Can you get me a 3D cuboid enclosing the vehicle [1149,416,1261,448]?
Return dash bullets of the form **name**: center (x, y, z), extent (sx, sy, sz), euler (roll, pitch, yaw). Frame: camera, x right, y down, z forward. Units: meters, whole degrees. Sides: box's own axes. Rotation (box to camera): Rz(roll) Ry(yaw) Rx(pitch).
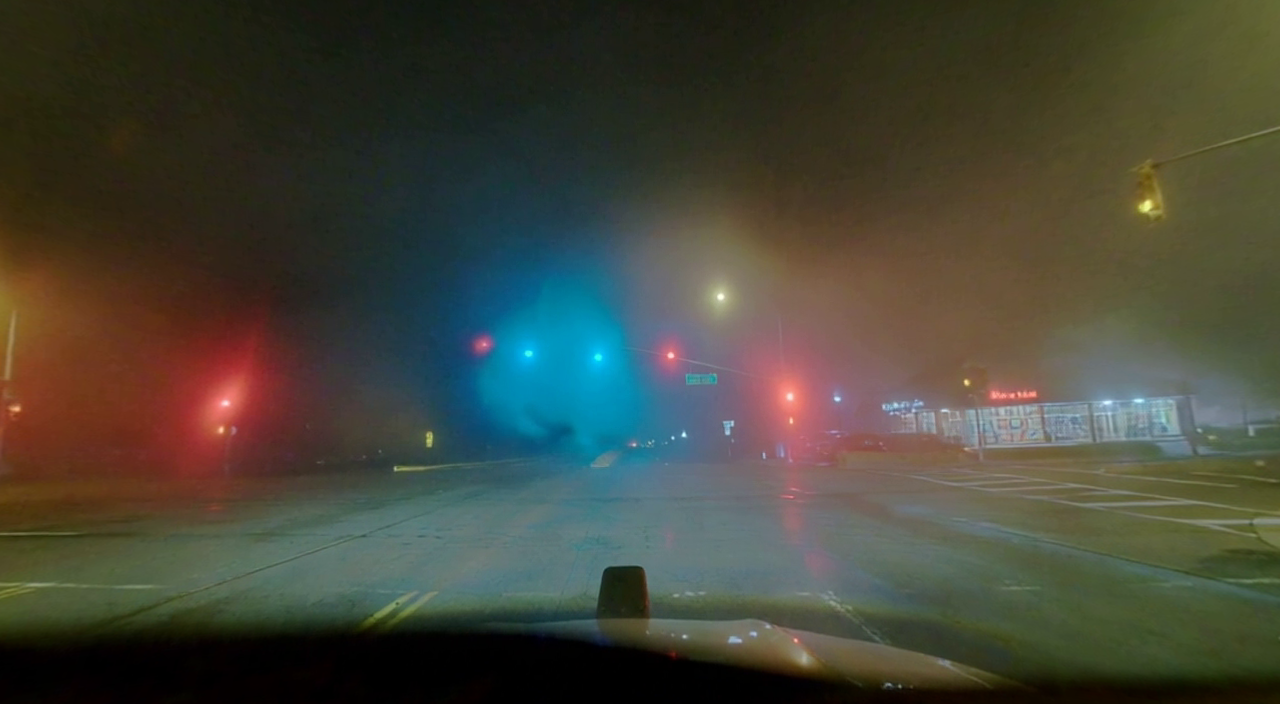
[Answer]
- **vehicle**: center (28.272, 4.074, 31.724), extent (1.799, 1.459, 4.266), euler (-1, -8, 3)
